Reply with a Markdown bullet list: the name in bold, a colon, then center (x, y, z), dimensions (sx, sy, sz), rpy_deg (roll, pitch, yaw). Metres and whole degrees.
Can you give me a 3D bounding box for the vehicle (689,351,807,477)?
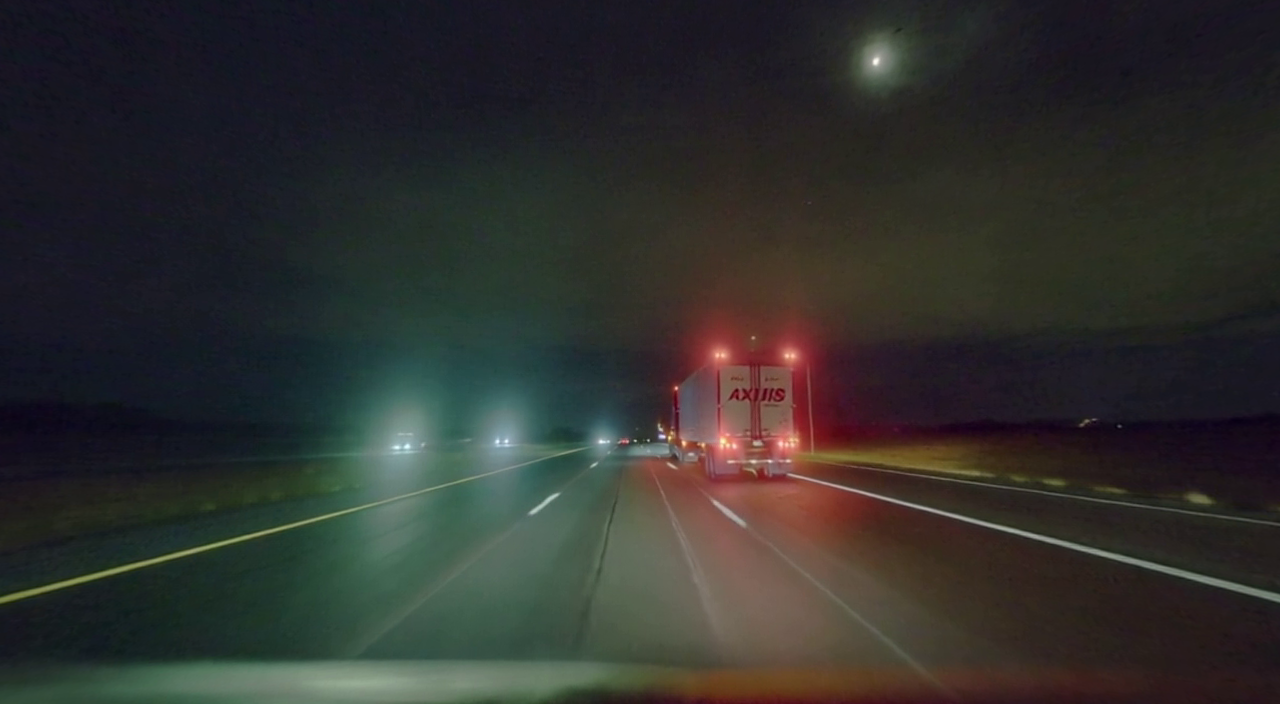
- **vehicle**: center (3.762, 2.545, 24.490), dimensions (2.880, 3.986, 9.103), rpy_deg (0, -8, 0)
